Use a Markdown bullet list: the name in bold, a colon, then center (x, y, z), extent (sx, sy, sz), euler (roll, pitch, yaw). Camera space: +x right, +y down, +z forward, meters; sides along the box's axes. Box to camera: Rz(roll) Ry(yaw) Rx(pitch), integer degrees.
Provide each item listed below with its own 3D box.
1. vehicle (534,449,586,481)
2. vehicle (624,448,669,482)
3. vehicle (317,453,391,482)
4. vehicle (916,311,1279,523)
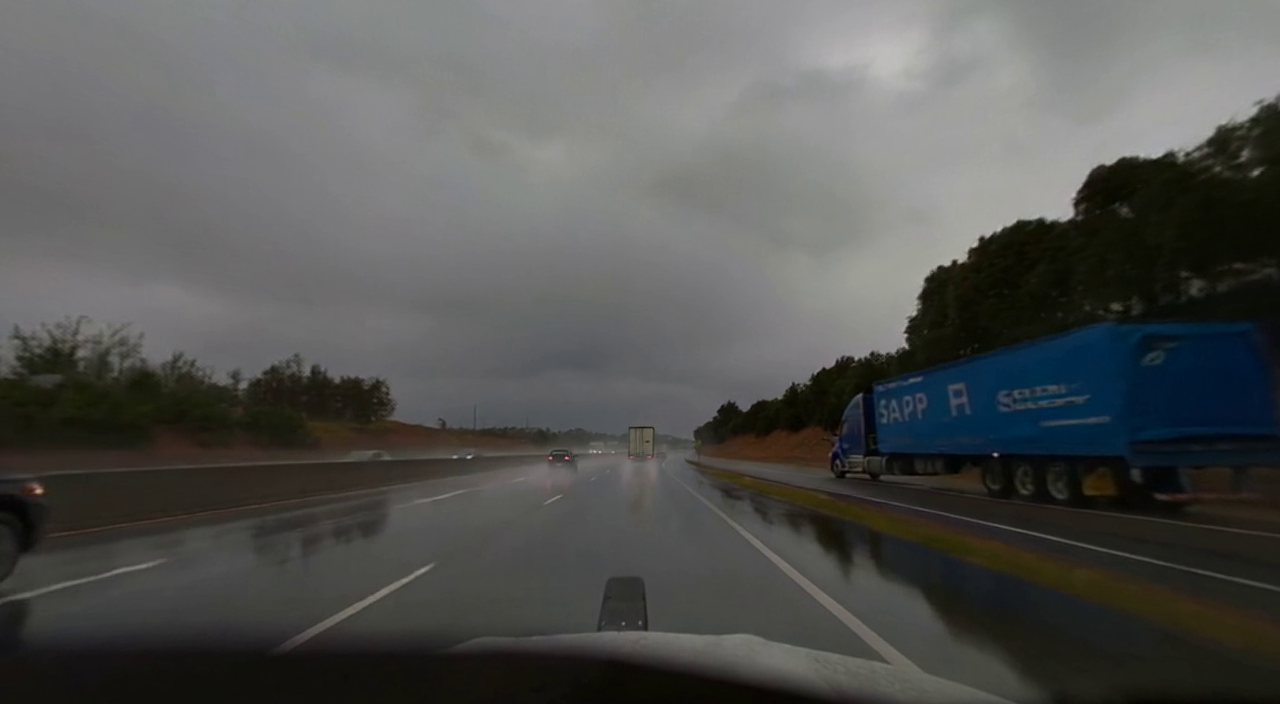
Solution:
- **vehicle**: center (-4.031, 5.762, 32.438), extent (2.018, 1.504, 4.431), euler (0, -9, 1)
- **vehicle**: center (0.259, 5.340, 29.907), extent (1.991, 1.507, 3.391), euler (0, -9, -1)
- **vehicle**: center (-15.190, 6.141, 33.722), extent (1.973, 1.398, 4.136), euler (0, -9, 1)
- **vehicle**: center (11.478, 1.976, 17.129), extent (3.020, 4.143, 9.468), euler (0, -9, -4)
